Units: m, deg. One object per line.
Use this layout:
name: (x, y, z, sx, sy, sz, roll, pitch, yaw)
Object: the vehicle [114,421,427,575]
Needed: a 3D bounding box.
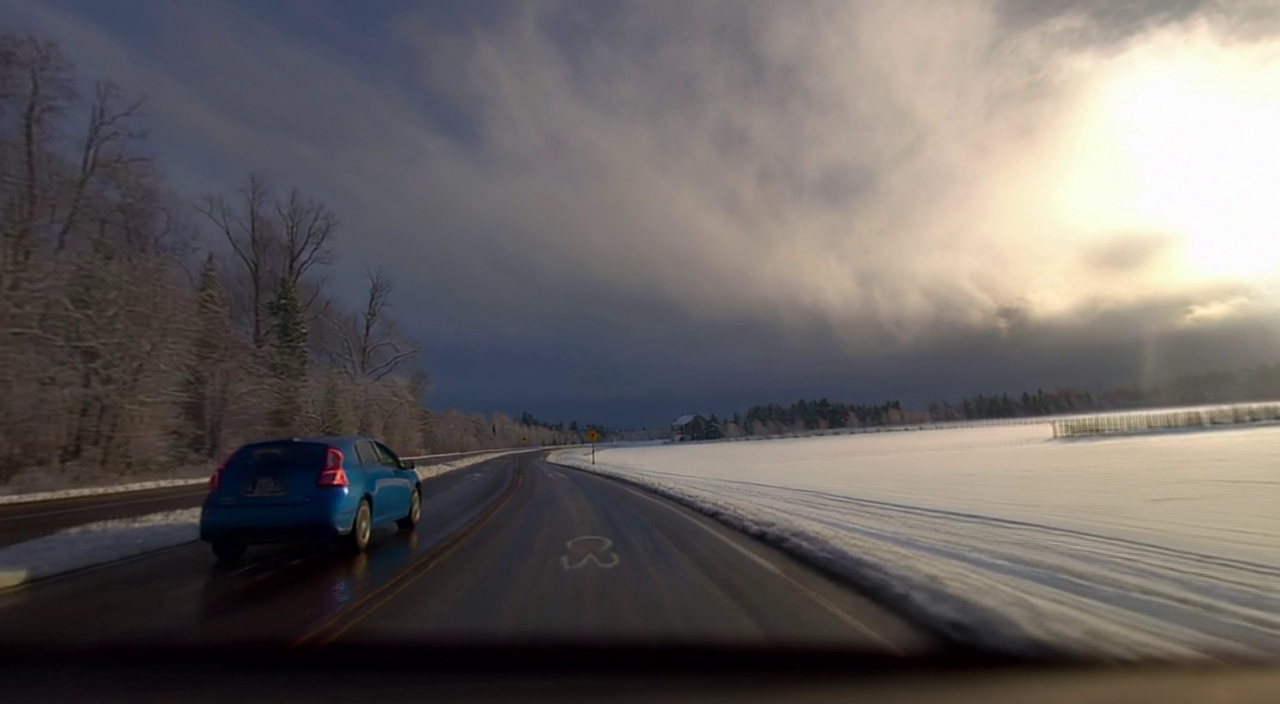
vehicle: (-4.600, 1.863, 8.748, 2.078, 1.607, 3.959, 0, -9, -3)
